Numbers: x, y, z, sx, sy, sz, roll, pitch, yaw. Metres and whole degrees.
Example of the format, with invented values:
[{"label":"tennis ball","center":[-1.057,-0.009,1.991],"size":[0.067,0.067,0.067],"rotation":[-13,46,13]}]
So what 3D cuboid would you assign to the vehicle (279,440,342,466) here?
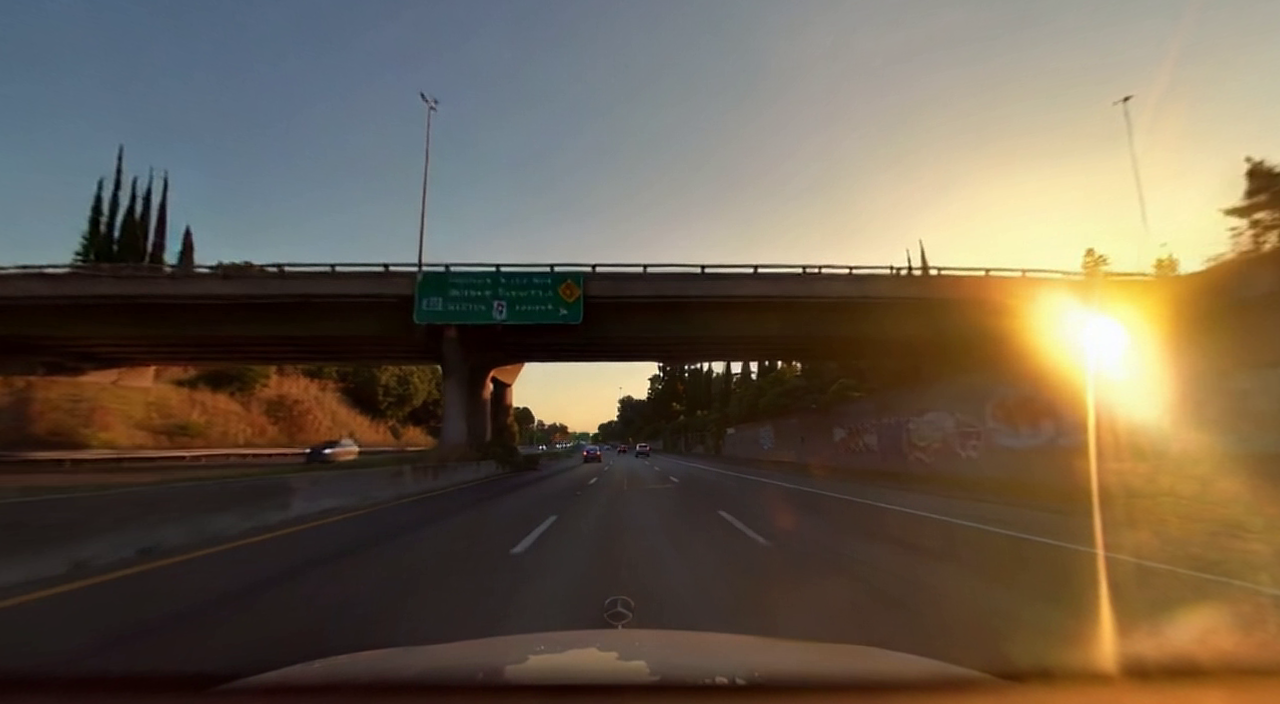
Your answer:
[{"label":"vehicle","center":[-19.984,6.146,38.324],"size":[1.743,1.458,3.911],"rotation":[0,-9,-1]}]
